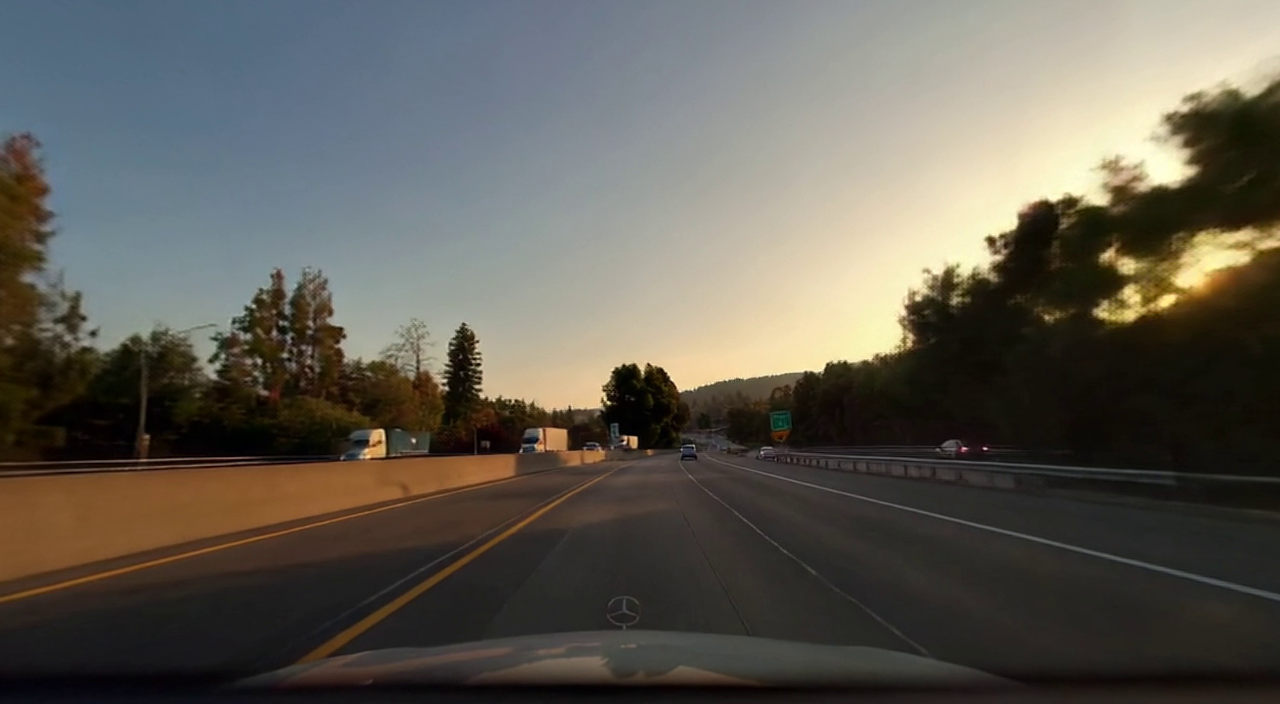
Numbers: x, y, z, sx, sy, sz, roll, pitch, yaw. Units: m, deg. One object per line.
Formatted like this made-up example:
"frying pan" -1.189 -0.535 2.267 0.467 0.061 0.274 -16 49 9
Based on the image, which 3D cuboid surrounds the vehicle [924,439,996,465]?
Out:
"vehicle" 23.426 7.339 46.313 2.061 1.776 4.476 3 -9 -19
